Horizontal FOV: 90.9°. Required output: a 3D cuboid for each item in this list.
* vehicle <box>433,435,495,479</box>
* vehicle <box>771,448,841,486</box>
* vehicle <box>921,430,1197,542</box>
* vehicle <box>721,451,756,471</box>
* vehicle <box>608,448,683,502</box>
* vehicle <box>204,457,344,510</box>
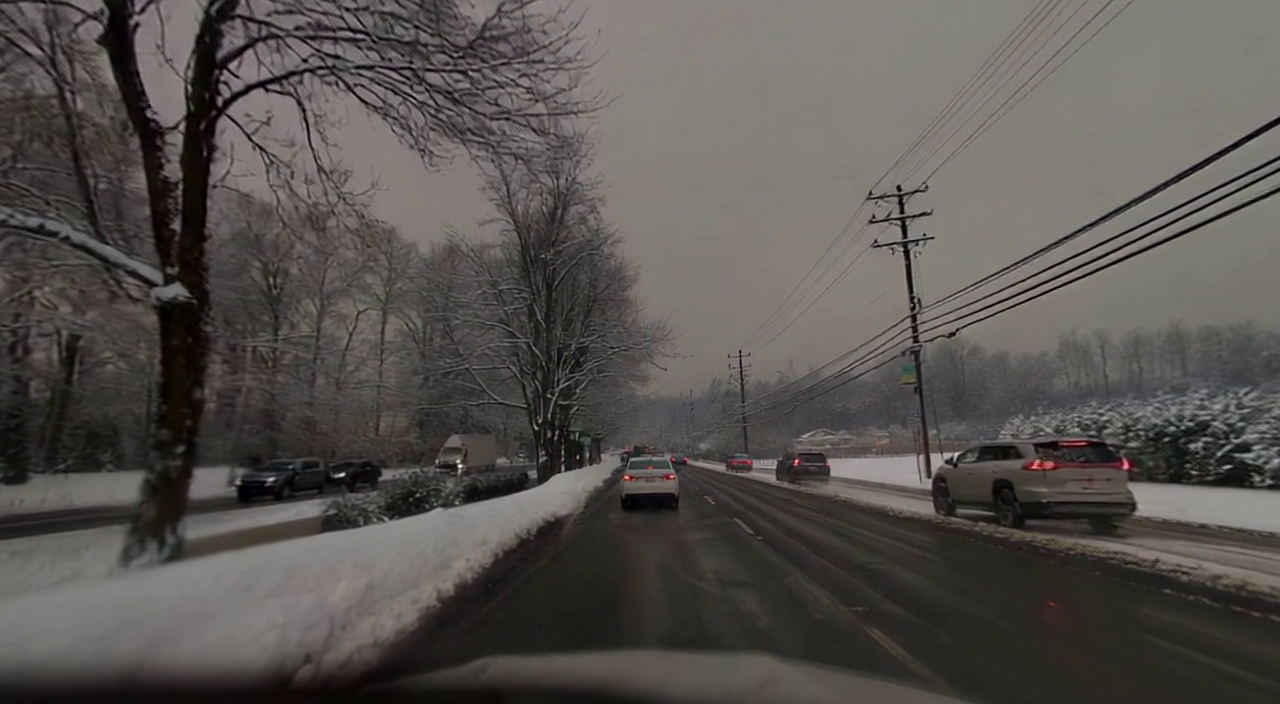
[{"bbox_3d":[-11.992,7.197,43.550,2.276,2.762,6.504,0,-8,1],"label":"vehicle"},{"bbox_3d":[7.294,5.057,28.141,1.850,1.480,4.474,0,-8,-1],"label":"vehicle"},{"bbox_3d":[7.329,2.350,11.800,1.983,1.649,4.557,0,-8,0],"label":"vehicle"},{"bbox_3d":[7.756,8.568,49.950,1.899,1.458,4.499,0,-8,-1],"label":"vehicle"},{"bbox_3d":[0.177,3.772,19.847,2.108,1.479,3.935,0,-8,1],"label":"vehicle"},{"bbox_3d":[-12.122,4.359,21.338,1.942,1.481,4.621,0,-8,0],"label":"vehicle"}]
